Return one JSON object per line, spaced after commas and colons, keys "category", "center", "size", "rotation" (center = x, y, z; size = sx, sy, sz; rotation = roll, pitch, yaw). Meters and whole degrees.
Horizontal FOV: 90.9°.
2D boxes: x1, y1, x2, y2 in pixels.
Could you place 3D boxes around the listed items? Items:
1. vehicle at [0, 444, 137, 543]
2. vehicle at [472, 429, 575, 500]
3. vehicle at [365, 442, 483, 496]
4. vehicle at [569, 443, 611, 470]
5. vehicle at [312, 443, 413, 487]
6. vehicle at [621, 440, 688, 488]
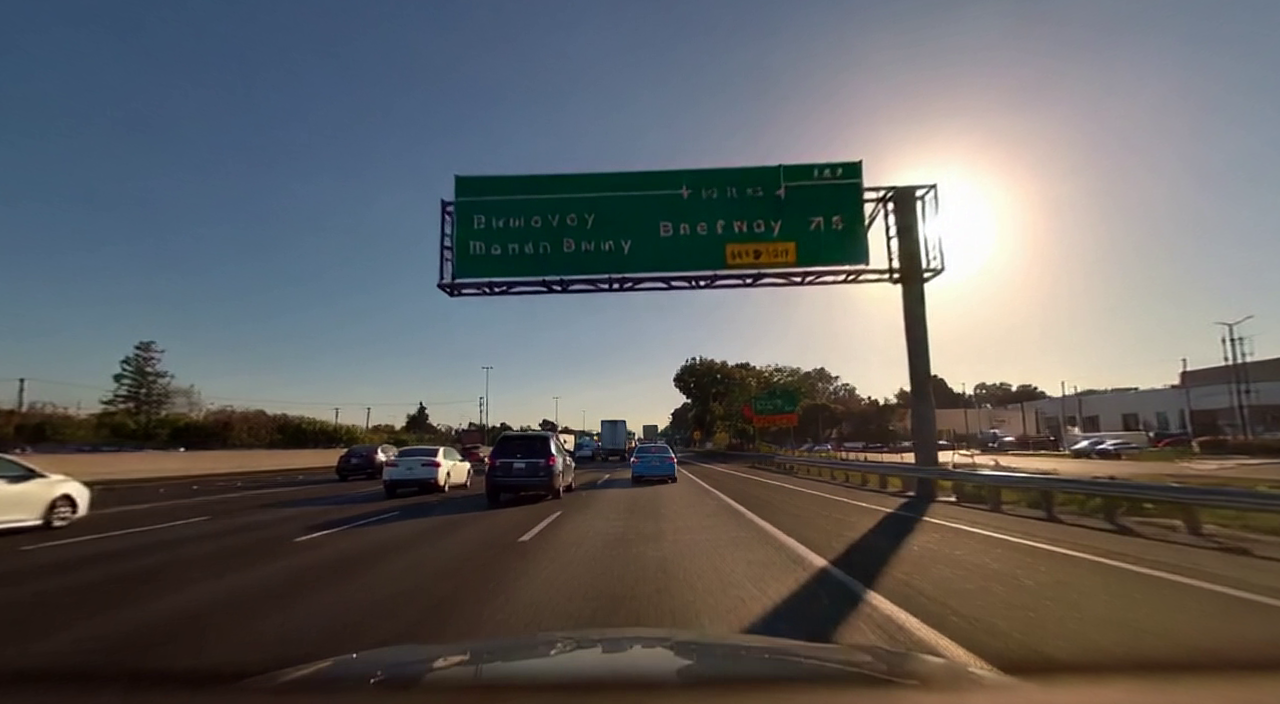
{"category": "vehicle", "center": [-10.088, 2.104, 9.485], "size": [1.774, 1.408, 3.917], "rotation": [0, -8, 1]}
{"category": "vehicle", "center": [-3.114, 3.096, 17.832], "size": [2.007, 1.730, 4.412], "rotation": [0, -8, 1]}
{"category": "vehicle", "center": [-6.369, 3.478, 19.191], "size": [1.933, 1.439, 4.441], "rotation": [0, -8, 1]}
{"category": "vehicle", "center": [-2.959, 6.285, 38.195], "size": [2.048, 1.497, 4.466], "rotation": [0, -8, 2]}
{"category": "vehicle", "center": [-10.210, 4.150, 23.581], "size": [1.861, 1.495, 4.007], "rotation": [0, -8, 1]}
{"category": "vehicle", "center": [0.464, 3.798, 21.711], "size": [2.090, 1.474, 3.970], "rotation": [0, -8, 1]}
